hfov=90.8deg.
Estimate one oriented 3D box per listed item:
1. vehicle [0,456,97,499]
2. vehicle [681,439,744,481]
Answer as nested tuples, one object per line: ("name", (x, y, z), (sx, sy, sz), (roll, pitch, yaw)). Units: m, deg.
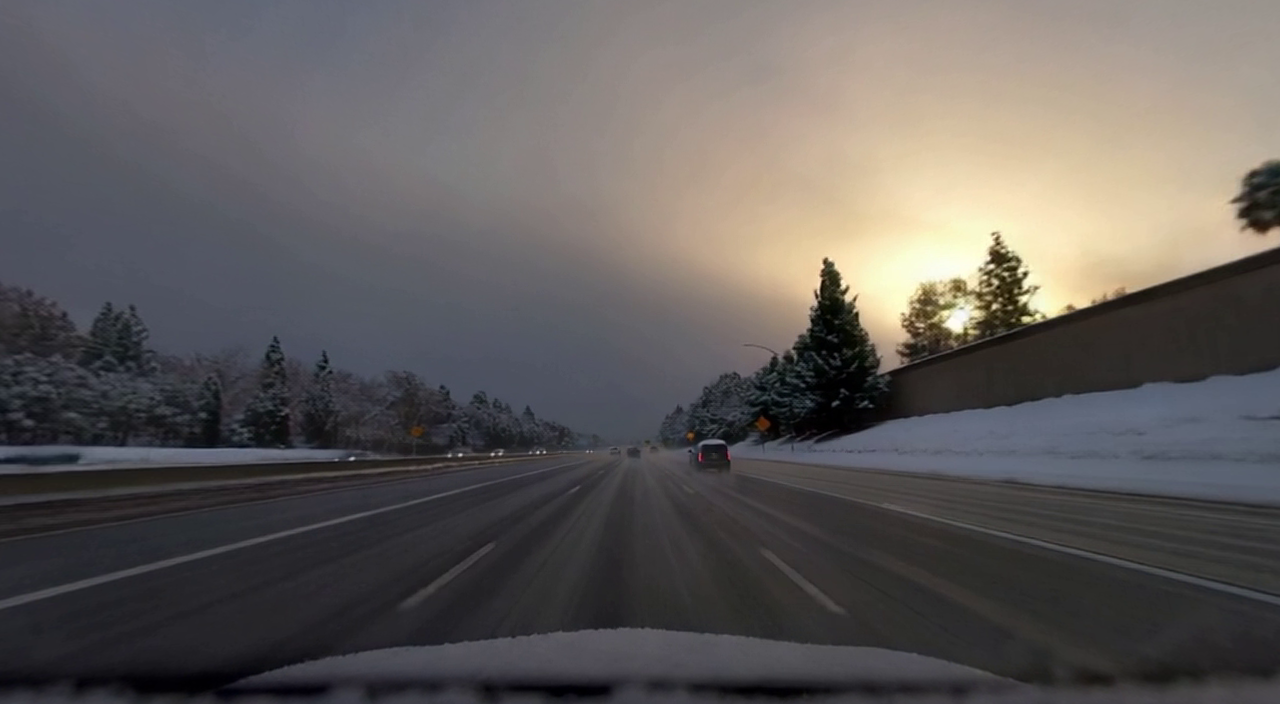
("vehicle", (-23.801, 4.804, 24.524), (1.797, 1.499, 4.020), (0, -9, 0))
("vehicle", (3.058, 4.671, 27.584), (2.130, 1.677, 4.317), (0, -9, -2))
